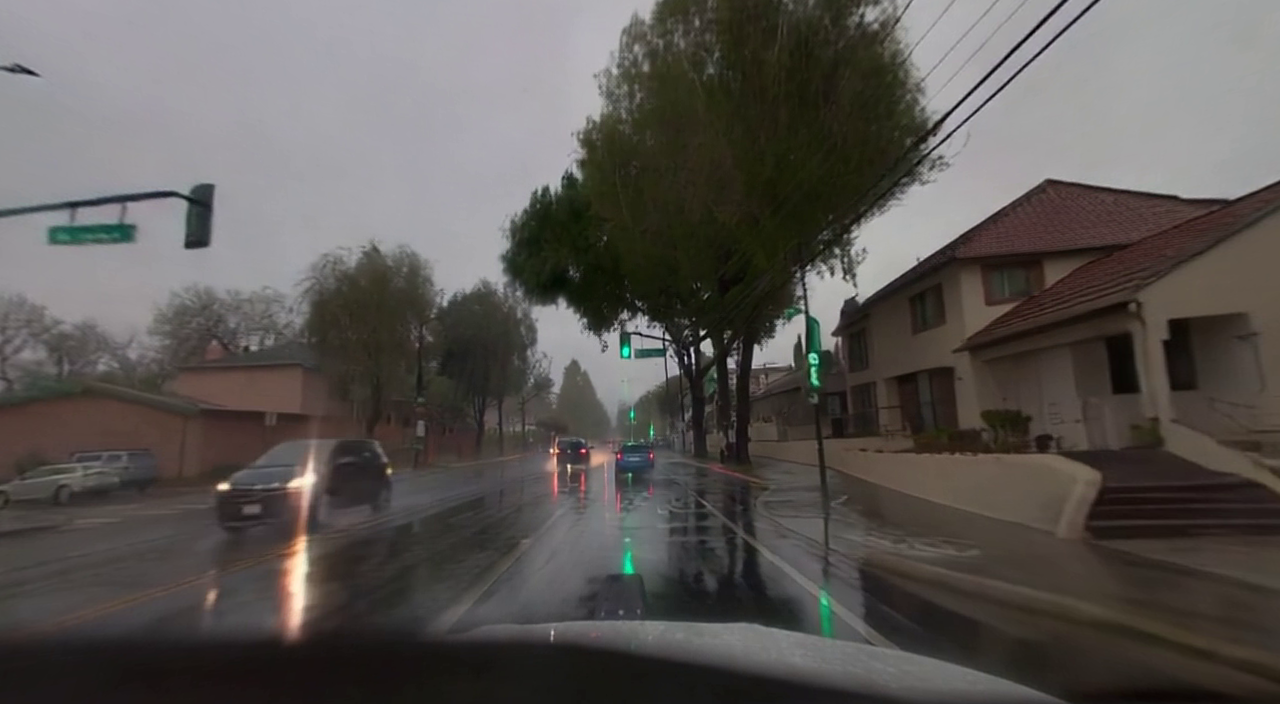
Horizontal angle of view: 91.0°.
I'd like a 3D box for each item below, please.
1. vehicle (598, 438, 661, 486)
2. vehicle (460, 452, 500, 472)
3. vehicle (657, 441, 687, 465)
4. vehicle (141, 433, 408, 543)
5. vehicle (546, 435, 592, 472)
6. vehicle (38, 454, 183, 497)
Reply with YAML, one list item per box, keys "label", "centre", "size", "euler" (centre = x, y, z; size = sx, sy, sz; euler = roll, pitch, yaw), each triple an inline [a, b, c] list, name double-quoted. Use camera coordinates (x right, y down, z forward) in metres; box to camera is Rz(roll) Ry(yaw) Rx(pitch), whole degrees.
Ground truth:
- label: "vehicle"
  centre: [-0.383, 3.832, 22.171]
  size: [1.998, 1.518, 4.015]
  euler: [0, -8, -1]
- label: "vehicle"
  centre: [-12.396, 8.529, 49.012]
  size: [1.913, 1.475, 4.372]
  euler: [0, -8, 1]
- label: "vehicle"
  centre: [2.392, 7.601, 47.496]
  size: [1.969, 1.725, 4.387]
  euler: [0, -8, -1]
- label: "vehicle"
  centre: [-6.339, 2.390, 11.873]
  size: [2.048, 1.601, 5.047]
  euler: [0, -8, -1]
- label: "vehicle"
  centre: [-3.724, 5.392, 33.532]
  size: [1.983, 1.841, 4.013]
  euler: [0, -8, 0]
- label: "vehicle"
  centre: [-23.232, 5.420, 27.735]
  size: [4.537, 1.755, 1.933]
  euler: [0, -9, -1]
